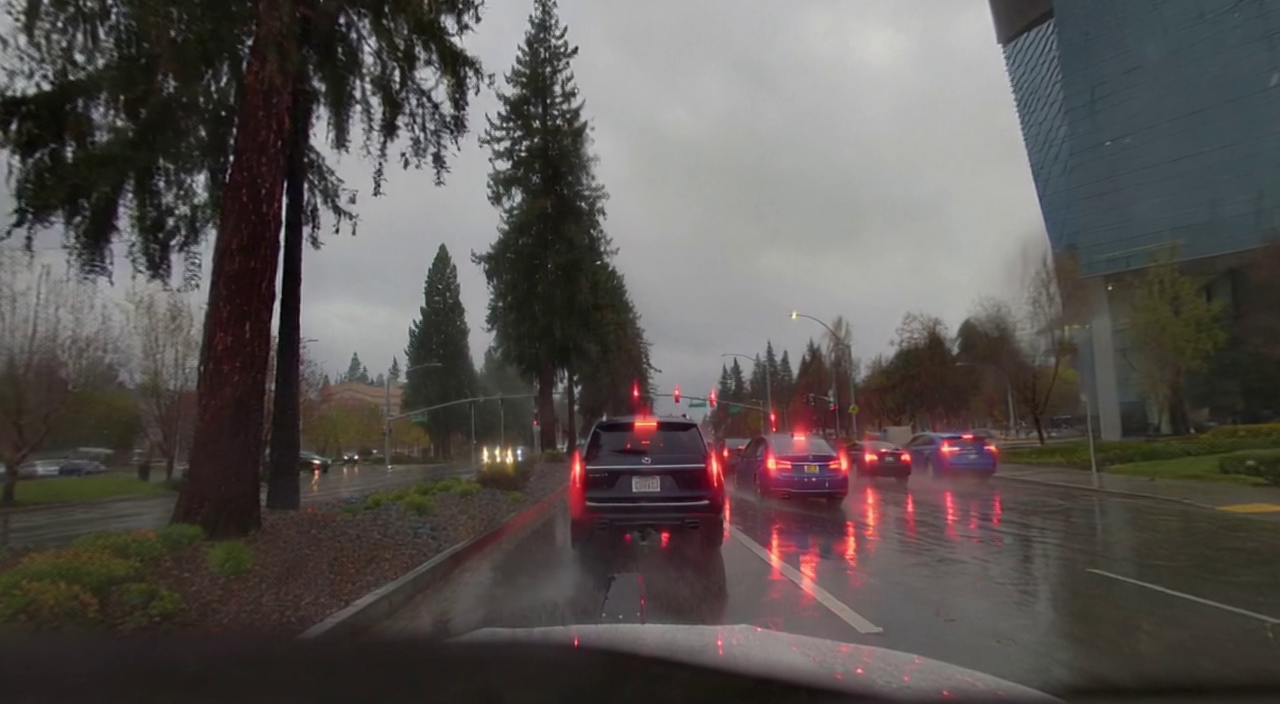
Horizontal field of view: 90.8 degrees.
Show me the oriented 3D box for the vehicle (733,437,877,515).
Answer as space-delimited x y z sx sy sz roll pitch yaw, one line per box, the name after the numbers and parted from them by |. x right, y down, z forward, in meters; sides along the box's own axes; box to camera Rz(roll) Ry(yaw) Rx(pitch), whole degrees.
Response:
3.494 2.712 14.357 1.997 1.471 4.321 0 -9 -1 | vehicle

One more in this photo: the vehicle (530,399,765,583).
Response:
0.065 1.654 8.257 2.266 1.762 4.131 0 -9 0 | vehicle

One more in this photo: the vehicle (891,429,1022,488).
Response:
10.858 3.693 22.124 2.123 1.812 4.553 0 -9 -1 | vehicle
